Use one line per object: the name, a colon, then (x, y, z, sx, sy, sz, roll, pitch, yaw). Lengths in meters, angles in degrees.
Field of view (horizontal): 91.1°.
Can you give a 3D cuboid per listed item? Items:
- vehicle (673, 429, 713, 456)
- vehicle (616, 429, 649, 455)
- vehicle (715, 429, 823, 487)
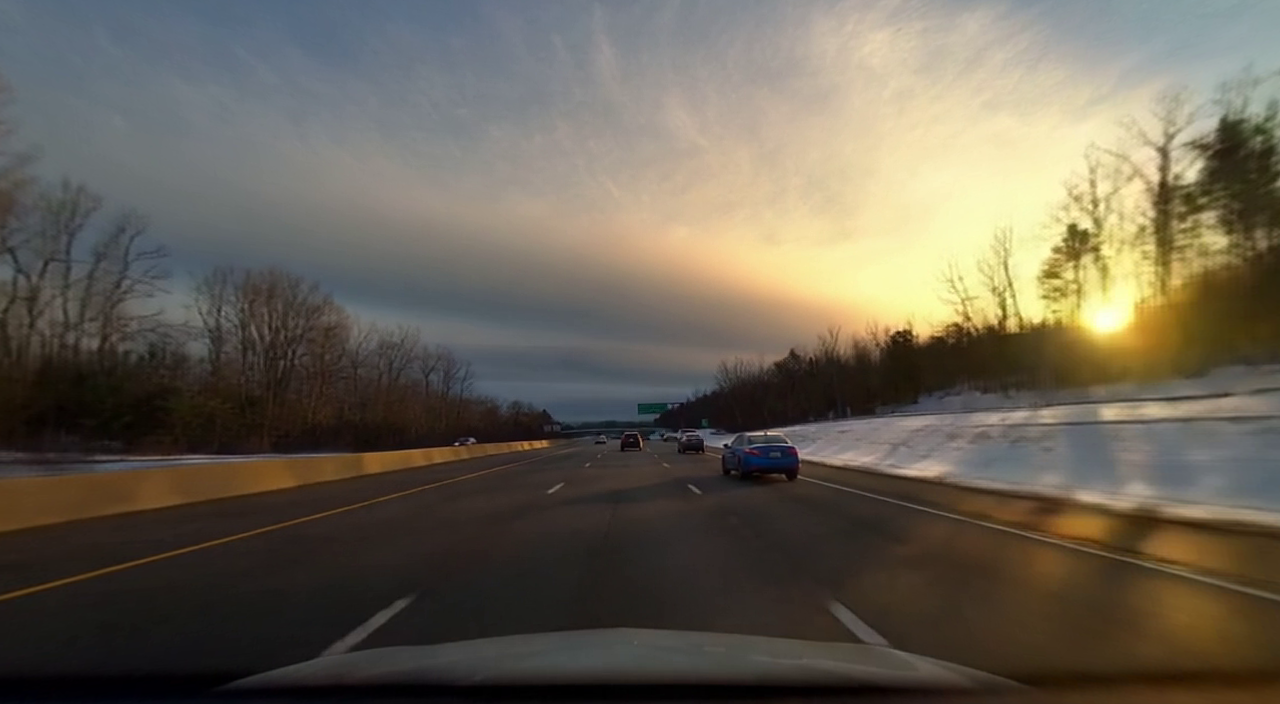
vehicle: (3.448, 5.979, 41.461, 2.098, 1.677, 4.275, 0, -8, -2)
vehicle: (-0.559, 6.197, 43.360, 2.182, 1.680, 4.253, 0, -8, -1)
vehicle: (3.578, 3.029, 18.447, 2.056, 1.479, 4.660, 0, -8, -2)
